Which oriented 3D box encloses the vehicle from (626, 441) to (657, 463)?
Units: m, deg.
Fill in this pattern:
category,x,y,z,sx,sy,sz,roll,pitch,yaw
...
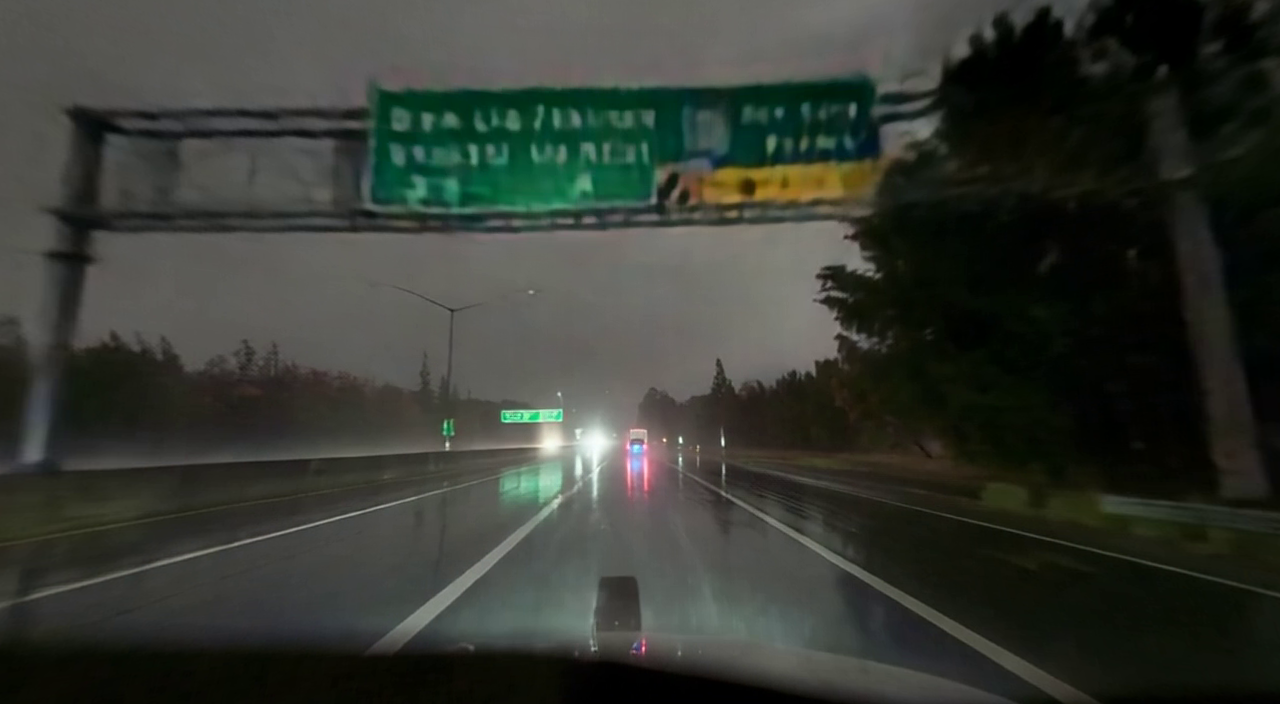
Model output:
category,x,y,z,sx,sy,sz,roll,pitch,yaw
vehicle,0.075,6.904,43.777,2.028,1.440,3.690,0,-8,-1
